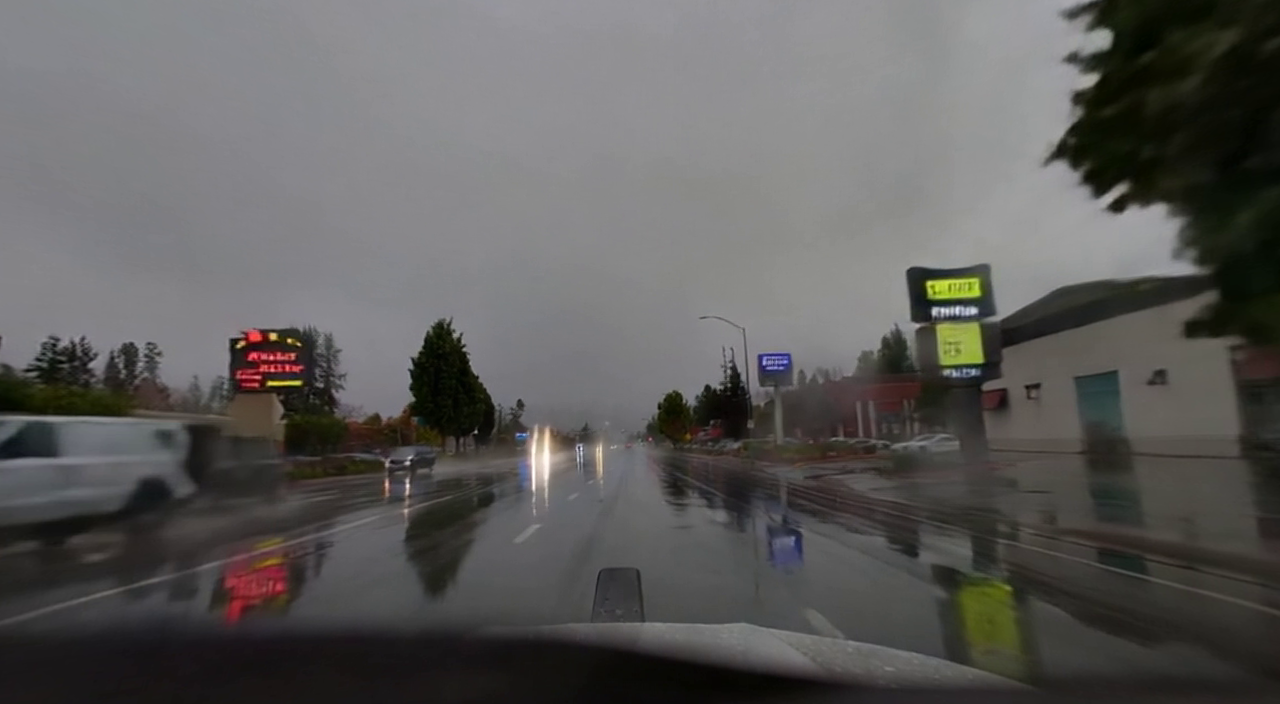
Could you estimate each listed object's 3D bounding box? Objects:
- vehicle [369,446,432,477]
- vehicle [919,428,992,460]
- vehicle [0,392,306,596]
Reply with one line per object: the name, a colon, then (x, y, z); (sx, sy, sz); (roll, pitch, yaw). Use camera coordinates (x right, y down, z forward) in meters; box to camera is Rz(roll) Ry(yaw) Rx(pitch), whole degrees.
vehicle: (-14.006, 6.397, 37.254); (1.961, 1.670, 4.583); (0, -9, -1)
vehicle: (17.243, 5.030, 34.451); (4.277, 1.605, 1.920); (7, -11, -41)
vehicle: (-7.285, 1.701, 8.283); (2.452, 1.905, 6.188); (0, -9, 0)
